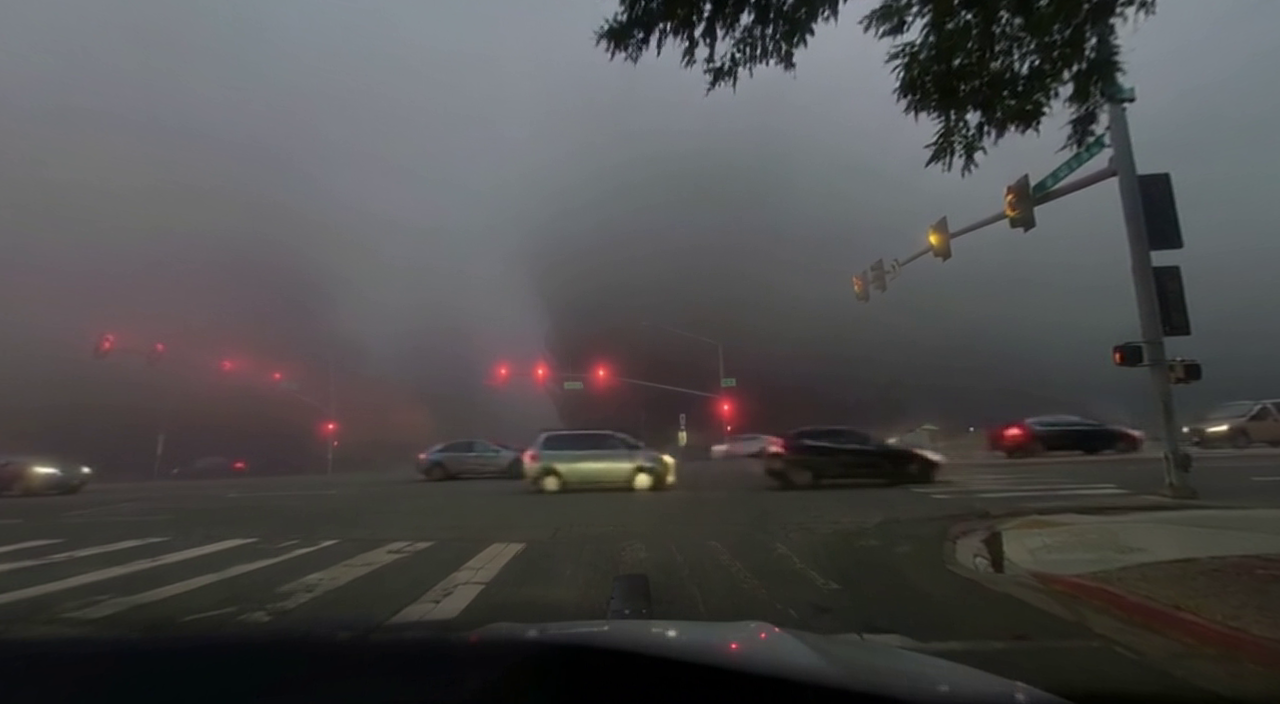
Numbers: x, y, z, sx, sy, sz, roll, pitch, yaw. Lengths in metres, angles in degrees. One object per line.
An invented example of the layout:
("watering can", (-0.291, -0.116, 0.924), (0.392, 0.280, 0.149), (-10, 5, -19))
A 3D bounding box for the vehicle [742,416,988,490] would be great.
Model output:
("vehicle", (4.696, 2.222, 13.864), (4.715, 1.472, 1.905), (-1, -9, 6))

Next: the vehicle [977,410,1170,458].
("vehicle", (14.075, 2.736, 20.757), (4.793, 1.473, 1.878), (-1, -9, 7))

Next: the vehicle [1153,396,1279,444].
("vehicle", (23.561, 2.692, 24.638), (4.987, 1.780, 1.996), (-1, -9, 6))

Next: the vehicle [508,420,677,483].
("vehicle", (-1.295, 2.950, 18.695), (4.673, 1.740, 2.150), (-1, -9, 6))

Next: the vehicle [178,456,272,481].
("vehicle", (-26.211, 7.359, 39.895), (4.785, 1.472, 1.799), (-1, -9, 4))
